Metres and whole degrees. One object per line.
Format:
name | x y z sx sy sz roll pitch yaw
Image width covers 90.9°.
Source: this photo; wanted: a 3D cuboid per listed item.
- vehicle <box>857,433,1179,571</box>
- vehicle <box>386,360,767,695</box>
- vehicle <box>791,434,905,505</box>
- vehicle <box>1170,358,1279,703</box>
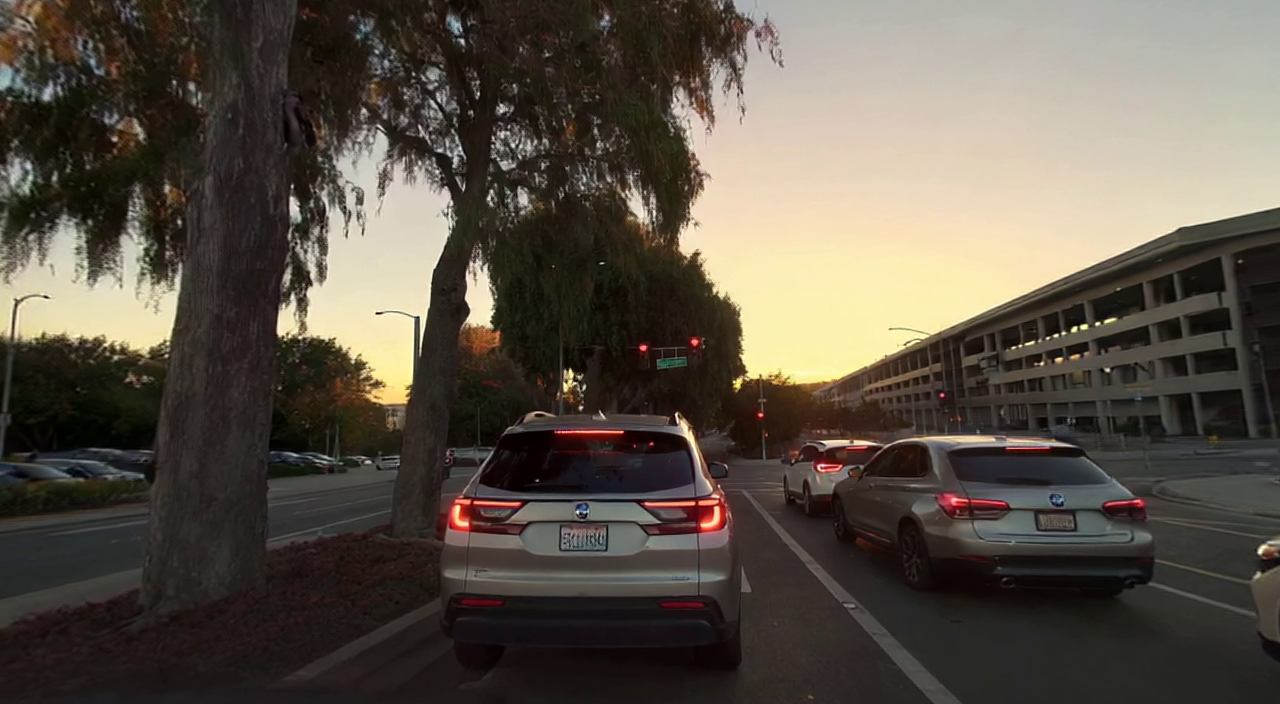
vehicle | 4.893 1.971 9.174 1.963 1.480 4.553 0 -8 2
vehicle | -0.213 1.235 5.565 2.021 1.742 4.295 -1 -8 4
vehicle | 5.323 3.035 16.726 1.994 1.638 4.100 -1 -9 6
vehicle | 4.064 0.604 1.115 1.993 1.719 4.953 0 -8 1
